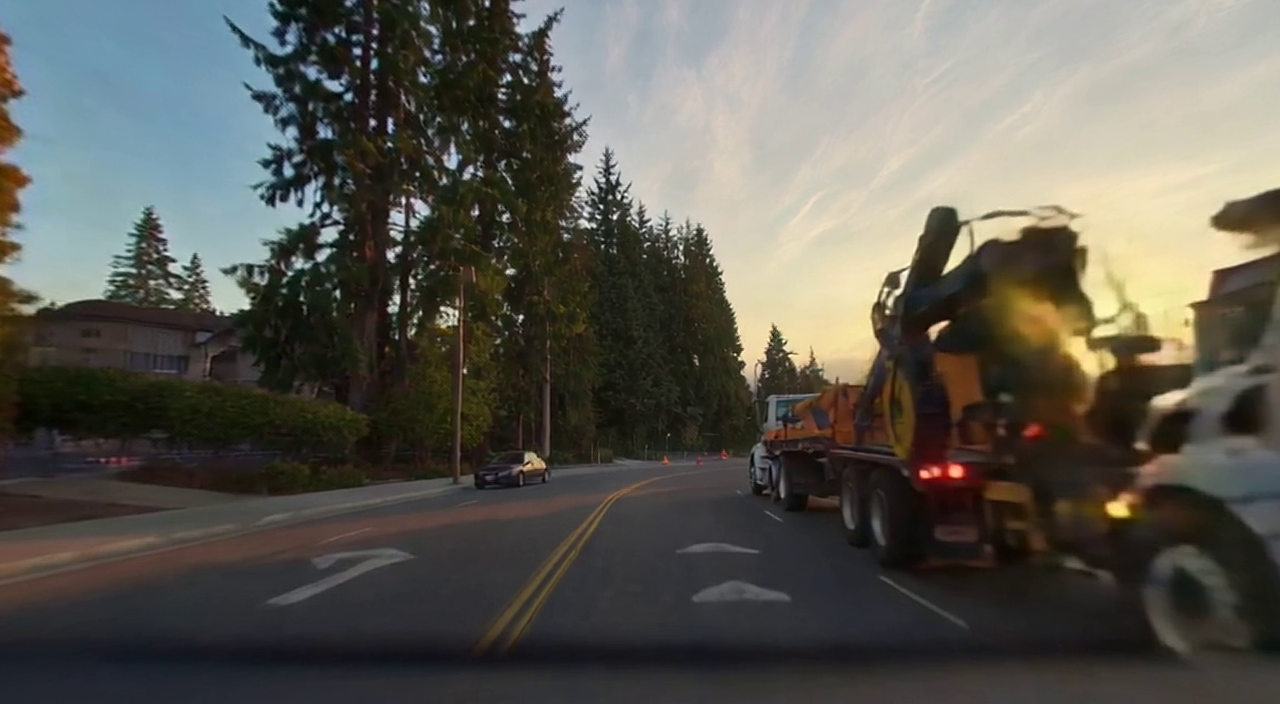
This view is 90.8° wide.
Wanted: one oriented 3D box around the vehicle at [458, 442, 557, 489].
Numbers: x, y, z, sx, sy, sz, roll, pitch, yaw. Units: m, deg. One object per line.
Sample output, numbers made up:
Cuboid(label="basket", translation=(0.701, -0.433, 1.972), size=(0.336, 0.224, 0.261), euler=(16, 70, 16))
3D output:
Cuboid(label="vehicle", translation=(-4.539, 3.938, 22.382), size=(1.930, 1.487, 4.213), euler=(-1, -8, 10))

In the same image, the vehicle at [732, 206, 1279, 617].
Cuboid(label="vehicle", translation=(3.915, 1.436, 11.001), size=(2.834, 3.143, 12.517), euler=(0, -10, 0))
